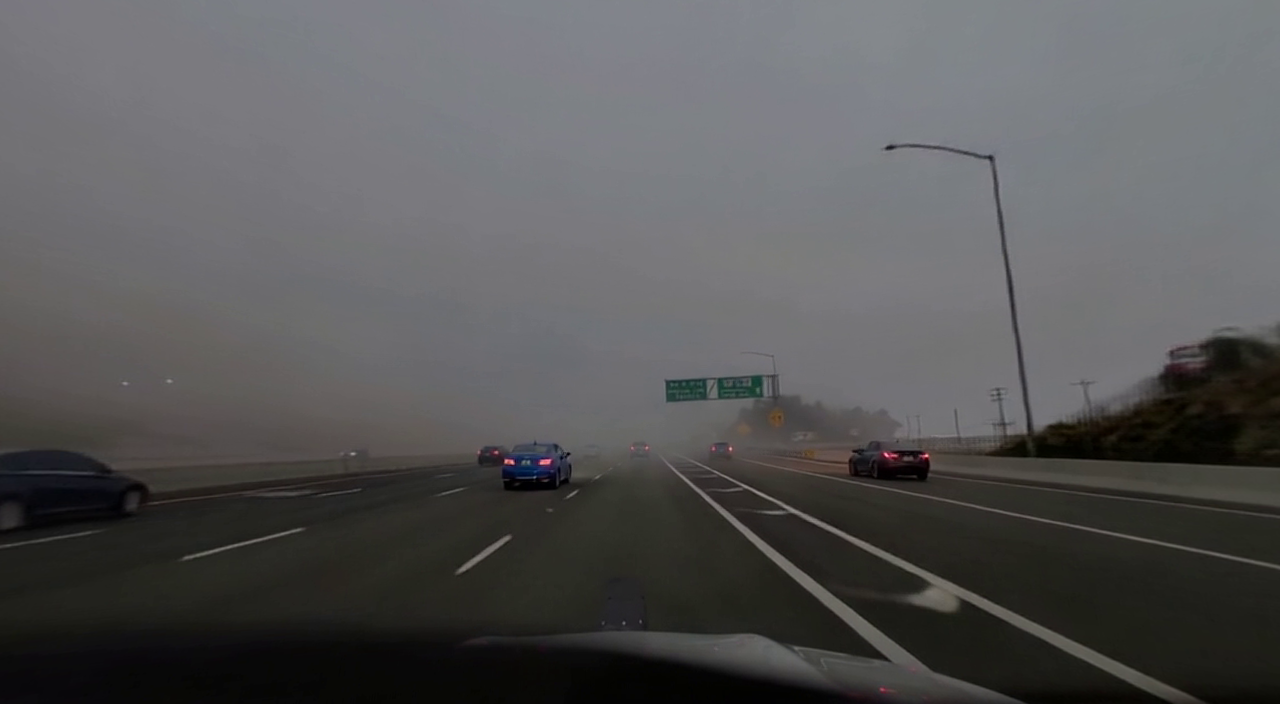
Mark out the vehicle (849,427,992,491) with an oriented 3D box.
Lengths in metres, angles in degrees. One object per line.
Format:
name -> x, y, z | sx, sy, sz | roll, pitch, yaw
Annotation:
vehicle -> 8.048, 3.120, 18.679 | 2.122, 1.646, 4.491 | 0, -8, -1

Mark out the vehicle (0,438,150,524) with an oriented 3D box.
vehicle -> -13.815, 2.785, 14.000 | 2.049, 1.707, 4.743 | 0, -8, 0

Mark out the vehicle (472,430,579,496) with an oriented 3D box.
vehicle -> -3.302, 3.346, 19.464 | 2.210, 1.730, 5.133 | -1, -8, 2

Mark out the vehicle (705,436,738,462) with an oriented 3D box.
vehicle -> 6.175, 7.405, 48.273 | 2.172, 1.824, 5.031 | -1, -8, 3
